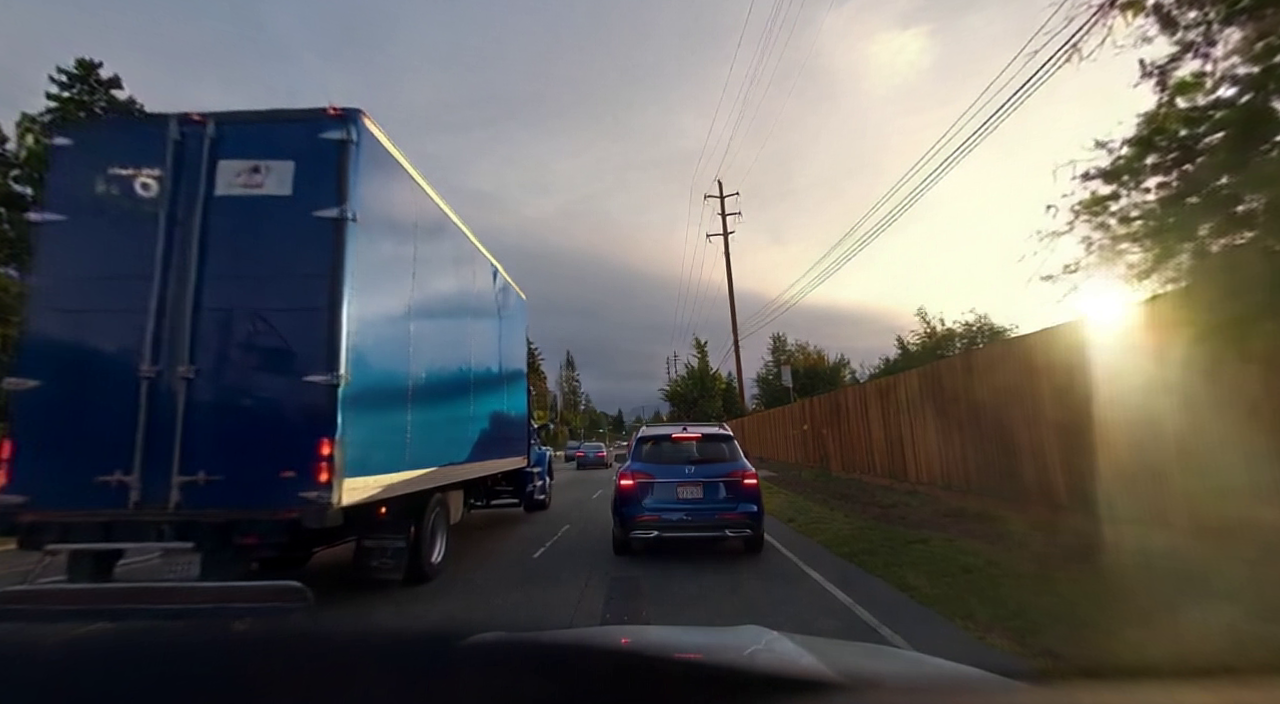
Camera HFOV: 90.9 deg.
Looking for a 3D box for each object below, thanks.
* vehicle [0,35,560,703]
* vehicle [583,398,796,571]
[{"bbox_3d":[-3.115,0.685,7.767,2.928,3.658,8.980,0,-9,1],"label":"vehicle"},{"bbox_3d":[0.475,1.662,8.564,2.174,1.749,4.113,0,-9,-1],"label":"vehicle"}]
